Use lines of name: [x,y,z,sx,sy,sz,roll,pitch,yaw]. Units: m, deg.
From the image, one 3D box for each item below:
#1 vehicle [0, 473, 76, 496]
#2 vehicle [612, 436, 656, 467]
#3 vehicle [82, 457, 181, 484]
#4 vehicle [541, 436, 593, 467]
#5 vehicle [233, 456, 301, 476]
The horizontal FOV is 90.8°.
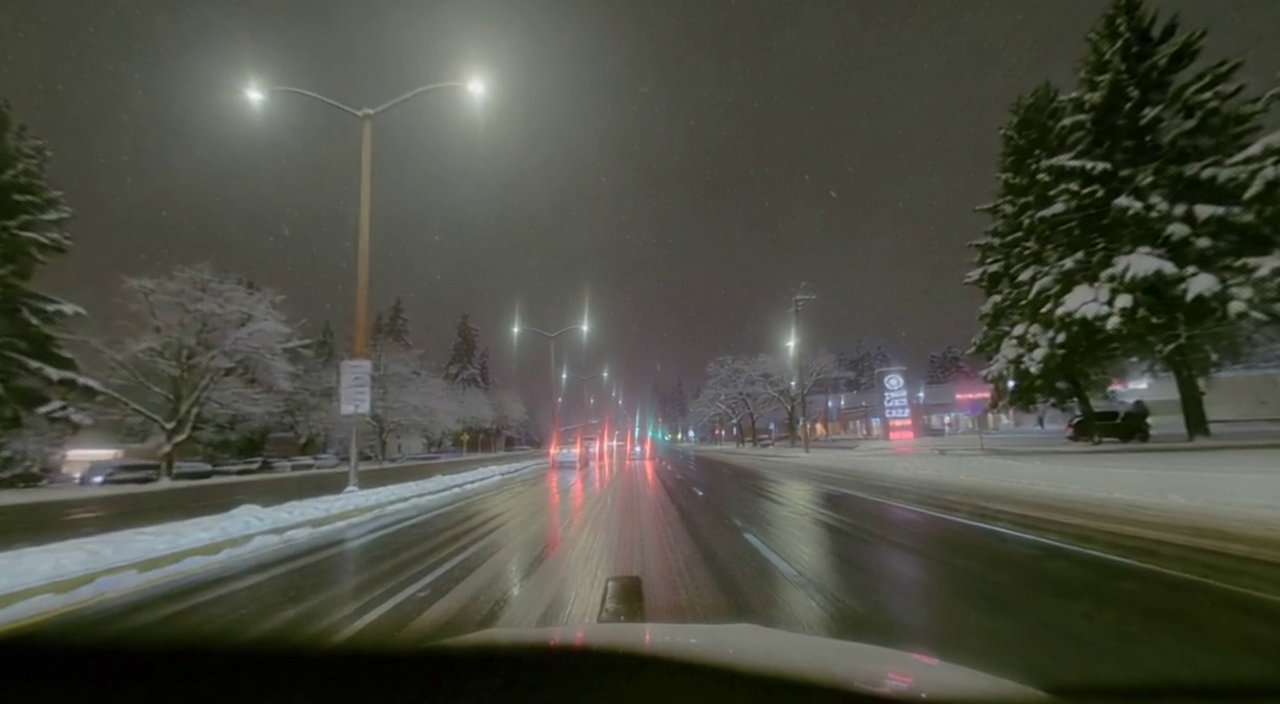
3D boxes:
vehicle: [-41.517,9.050,43.129,3.923,1.400,2.091,0,-8,-2]
vehicle: [-0.314,5.093,32.496,2.126,1.475,3.967,0,-8,-1]
vehicle: [-28.772,6.700,35.827,3.942,1.471,1.859,0,-8,-1]
vehicle: [-3.685,5.138,32.687,2.139,1.487,4.453,0,-8,0]
vehicle: [-29.292,8.936,49.635,4.193,1.435,1.770,0,-8,0]
